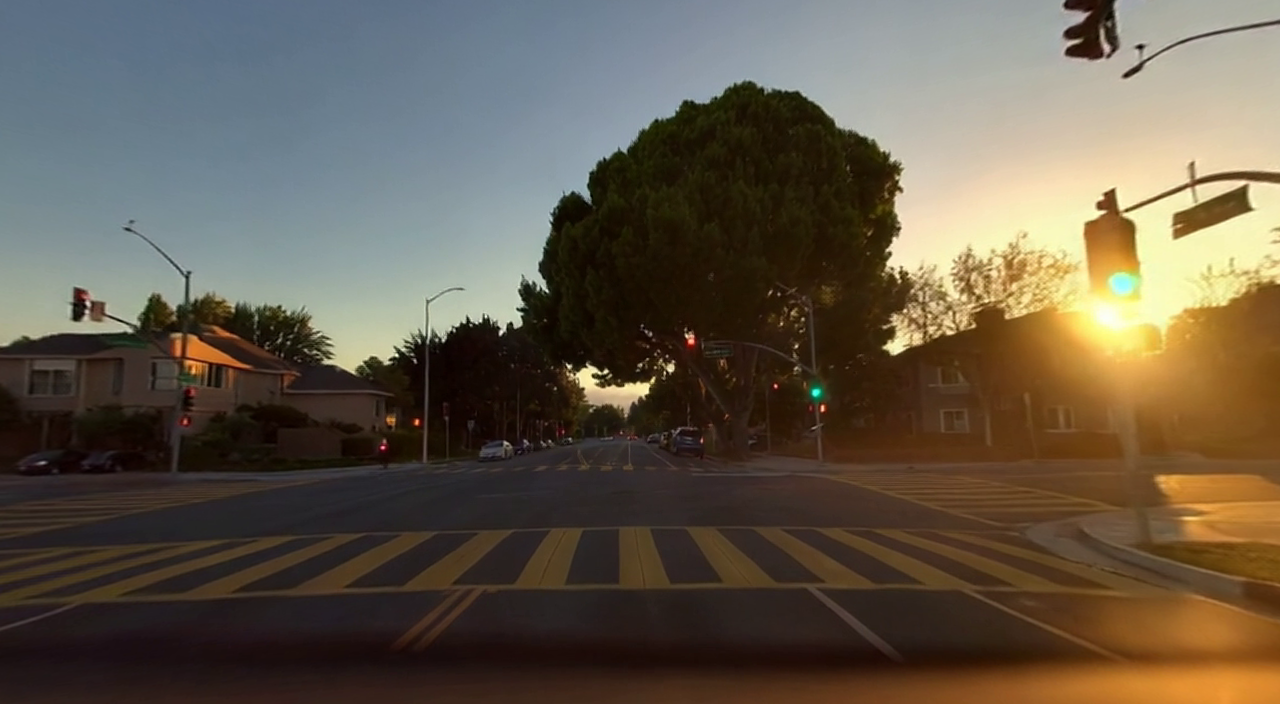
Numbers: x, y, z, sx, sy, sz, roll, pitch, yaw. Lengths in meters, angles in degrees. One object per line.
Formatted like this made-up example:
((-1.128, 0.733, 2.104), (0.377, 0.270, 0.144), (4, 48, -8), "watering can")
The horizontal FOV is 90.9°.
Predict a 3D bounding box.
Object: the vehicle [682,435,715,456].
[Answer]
((4.146, 6.731, 45.472), (1.987, 1.466, 4.389), (0, -8, 1), "vehicle")
